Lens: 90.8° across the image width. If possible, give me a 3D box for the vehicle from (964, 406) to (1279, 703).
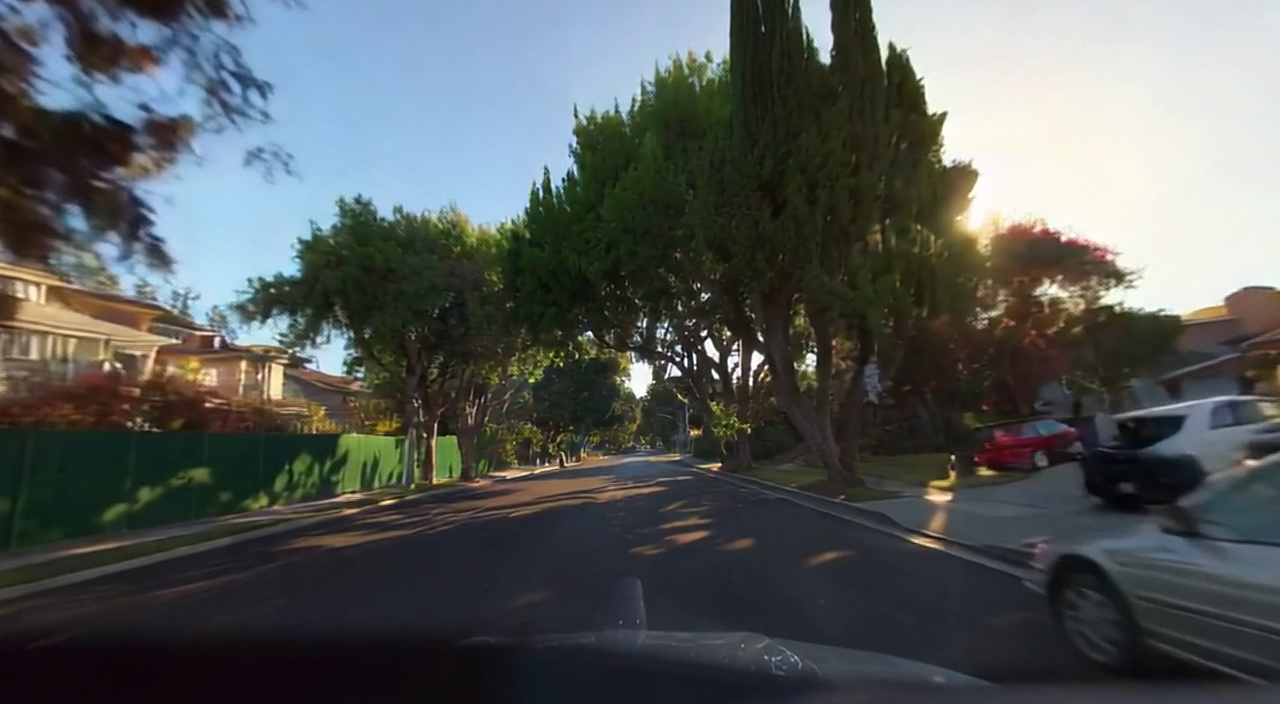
[{"bbox_3d":[3.686,0.970,2.471,2.051,1.524,5.047,0,-8,-2],"label":"vehicle"}]
